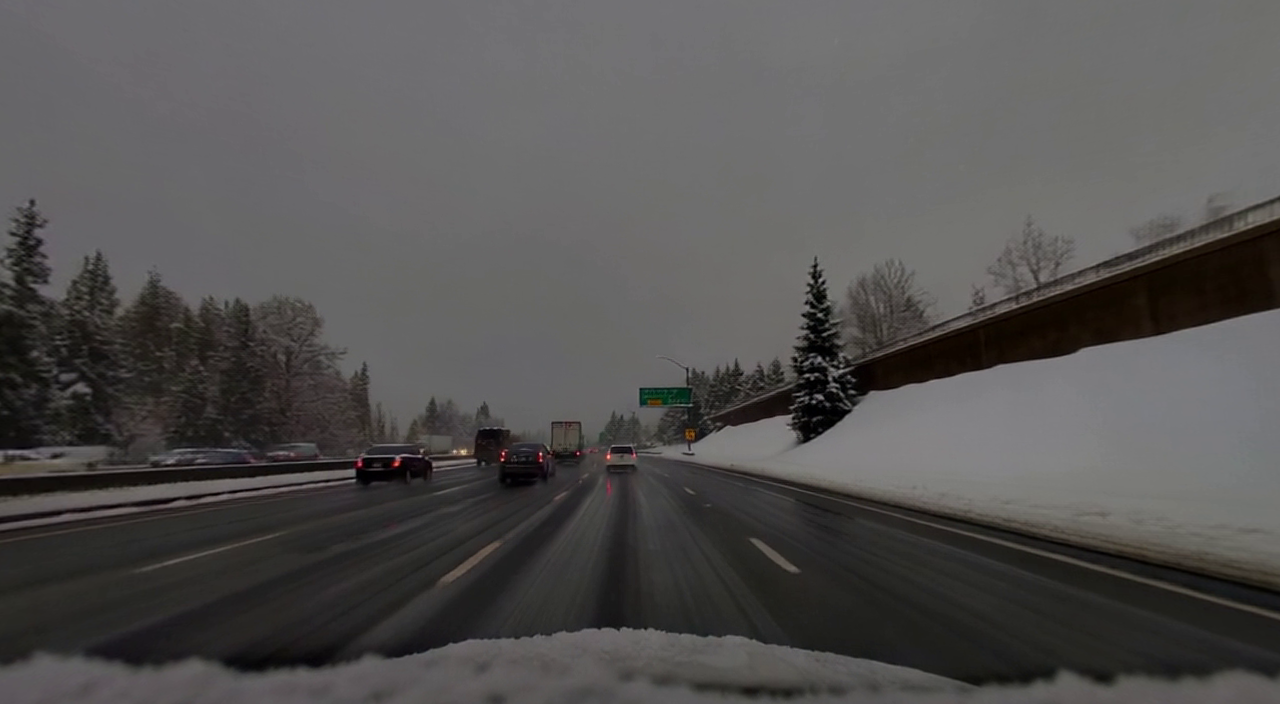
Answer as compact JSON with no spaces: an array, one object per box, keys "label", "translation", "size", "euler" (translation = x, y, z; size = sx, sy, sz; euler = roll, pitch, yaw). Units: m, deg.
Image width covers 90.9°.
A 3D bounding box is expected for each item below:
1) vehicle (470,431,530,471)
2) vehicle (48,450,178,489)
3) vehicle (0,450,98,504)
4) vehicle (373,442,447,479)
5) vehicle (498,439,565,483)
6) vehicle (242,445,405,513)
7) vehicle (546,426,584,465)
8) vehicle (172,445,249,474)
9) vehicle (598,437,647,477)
[{"label":"vehicle","translation":[-9.114,6.517,41.659],"size":[2.773,2.402,6.232],"euler":[0,-8,-2]},{"label":"vehicle","translation":[-23.711,5.252,28.662],"size":[1.938,1.565,4.708],"euler":[0,-8,-1]},{"label":"vehicle","translation":[-19.557,3.789,19.316],"size":[1.903,1.506,4.545],"euler":[0,-8,-1]},{"label":"vehicle","translation":[-11.938,5.637,33.186],"size":[2.079,1.807,5.187],"euler":[0,-8,-2]},{"label":"vehicle","translation":[-4.259,4.352,25.521],"size":[2.005,1.631,4.295],"euler":[0,-8,-1]},{"label":"vehicle","translation":[-7.854,3.148,16.239],"size":[1.896,1.465,4.399],"euler":[0,-8,0]},{"label":"vehicle","translation":[-5.408,6.863,46.253],"size":[2.279,2.672,5.256],"euler":[0,-8,-2]},{"label":"vehicle","translation":[-28.706,7.150,42.366],"size":[2.066,1.821,4.738],"euler":[0,-8,-4]},{"label":"vehicle","translation":[-0.828,4.803,29.065],"size":[2.092,1.671,3.772],"euler":[0,-8,-2]}]
